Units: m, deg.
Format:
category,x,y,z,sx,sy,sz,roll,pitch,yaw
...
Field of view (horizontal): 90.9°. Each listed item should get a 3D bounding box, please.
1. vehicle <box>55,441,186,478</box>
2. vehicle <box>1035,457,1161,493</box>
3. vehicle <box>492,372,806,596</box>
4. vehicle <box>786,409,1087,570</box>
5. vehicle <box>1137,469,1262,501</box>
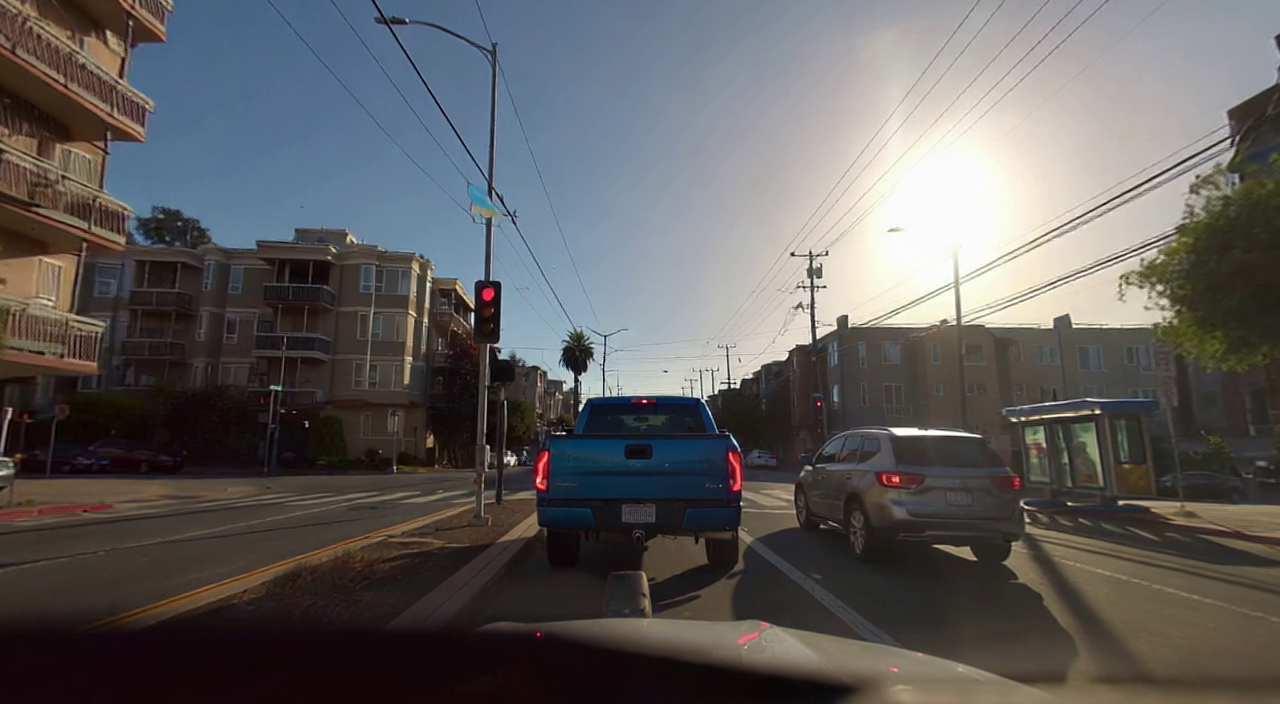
category,x,y,z,sx,sy,sz,roll,pitch,yaw
vehicle,-24.874,5.168,30.300,4.563,1.692,1.778,0,-8,-2
vehicle,21.750,5.831,30.031,4.498,1.618,1.843,0,-8,0
vehicle,0.109,1.529,8.149,2.738,1.959,5.070,0,-8,1
vehicle,3.840,1.873,9.423,2.131,1.759,4.762,0,-8,0
vehicle,26.406,6.279,29.842,4.071,1.388,1.884,0,-8,1
